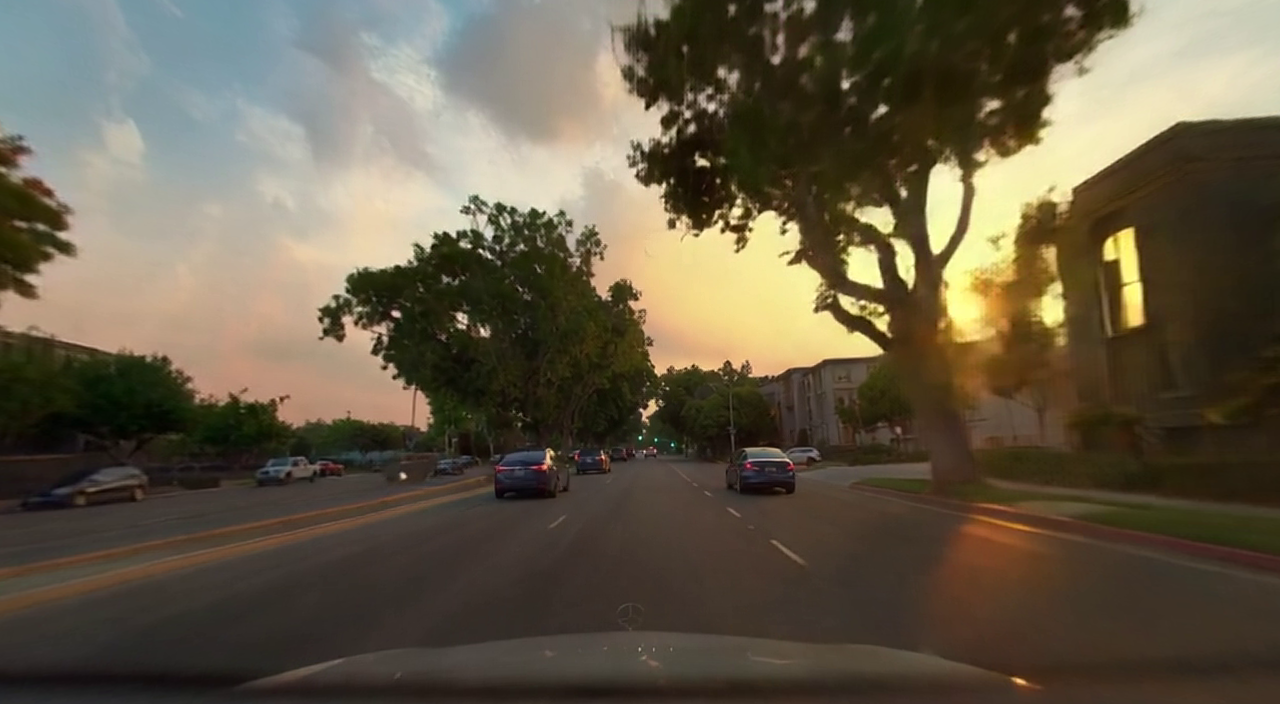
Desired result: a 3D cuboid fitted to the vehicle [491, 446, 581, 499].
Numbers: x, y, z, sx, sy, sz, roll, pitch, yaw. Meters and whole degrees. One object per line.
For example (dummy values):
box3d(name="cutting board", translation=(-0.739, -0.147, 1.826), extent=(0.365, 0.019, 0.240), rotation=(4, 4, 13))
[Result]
box3d(name="vehicle", translation=(-3.175, 3.776, 20.205), extent=(2.053, 1.480, 4.381), rotation=(0, -8, 1))

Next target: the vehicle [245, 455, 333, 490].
box3d(name="vehicle", translation=(-22.368, 7.665, 40.434), extent=(2.928, 2.070, 4.368), rotation=(-1, -9, 3))

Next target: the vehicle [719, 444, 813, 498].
box3d(name="vehicle", translation=(3.818, 3.668, 19.943), extent=(2.010, 1.486, 4.498), rotation=(0, -8, -1))

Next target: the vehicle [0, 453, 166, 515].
box3d(name="vehicle", translation=(-22.412, 5.257, 25.702), extent=(2.523, 2.213, 4.637), rotation=(0, -8, -1))

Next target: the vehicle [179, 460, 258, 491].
box3d(name="vehicle", translation=(-26.876, 7.873, 40.402), extent=(1.928, 1.764, 4.599), rotation=(0, -8, -1))

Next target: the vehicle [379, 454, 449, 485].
box3d(name="vehicle", translation=(-12.211, 6.338, 34.434), extent=(2.000, 1.504, 4.720), rotation=(0, -9, 1))
